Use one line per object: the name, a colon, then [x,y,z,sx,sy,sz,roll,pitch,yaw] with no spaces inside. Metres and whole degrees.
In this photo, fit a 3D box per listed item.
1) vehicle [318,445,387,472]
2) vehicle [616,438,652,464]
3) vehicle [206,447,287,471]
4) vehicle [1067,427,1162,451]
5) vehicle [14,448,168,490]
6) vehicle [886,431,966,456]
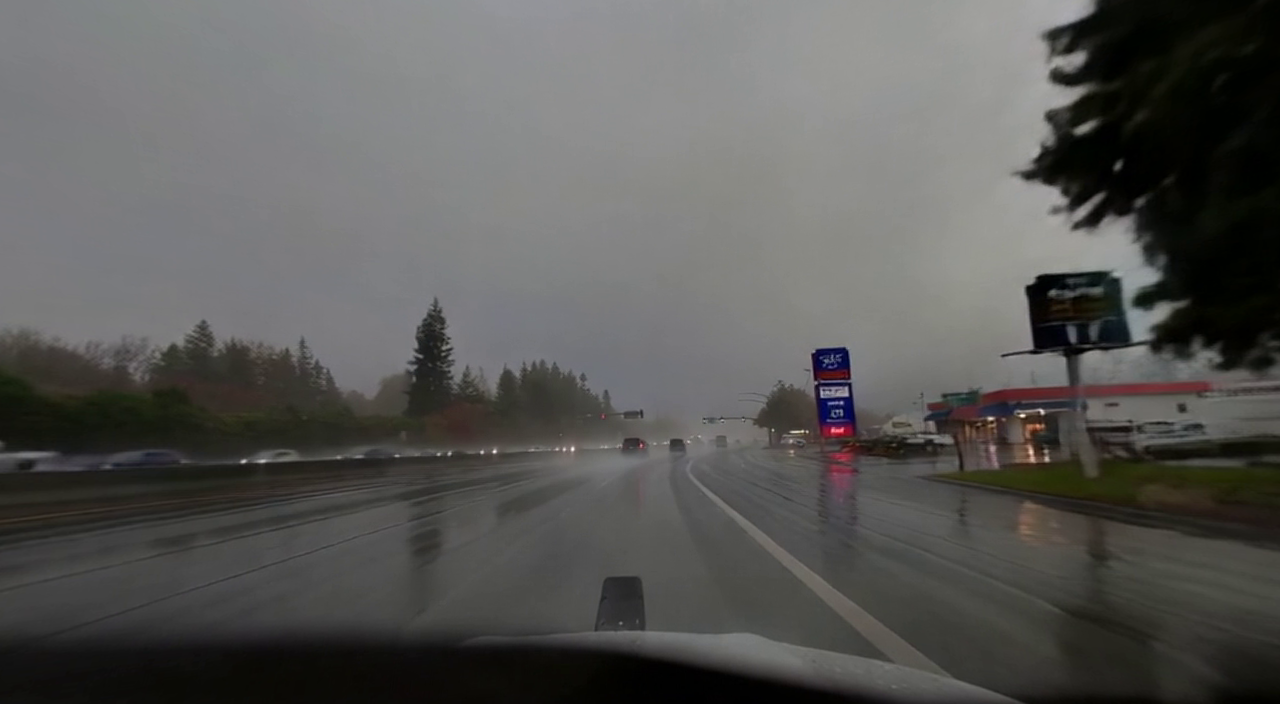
vehicle: [-17.043,6.314,37.721,1.816,1.447,4.245,-1,-8,5]
vehicle: [-0.399,7.260,46.467,2.139,1.782,4.079,-1,-8,7]
vehicle: [-25.815,7.023,41.704,1.885,1.469,4.788,-1,-8,7]
vehicle: [31.274,5.777,41.802,4.650,1.484,1.920,-5,-10,28]
vehicle: [-21.695,4.606,25.266,1.879,1.464,4.566,0,-8,4]
vehicle: [18.977,6.101,42.148,4.577,1.460,1.937,-6,-9,20]
